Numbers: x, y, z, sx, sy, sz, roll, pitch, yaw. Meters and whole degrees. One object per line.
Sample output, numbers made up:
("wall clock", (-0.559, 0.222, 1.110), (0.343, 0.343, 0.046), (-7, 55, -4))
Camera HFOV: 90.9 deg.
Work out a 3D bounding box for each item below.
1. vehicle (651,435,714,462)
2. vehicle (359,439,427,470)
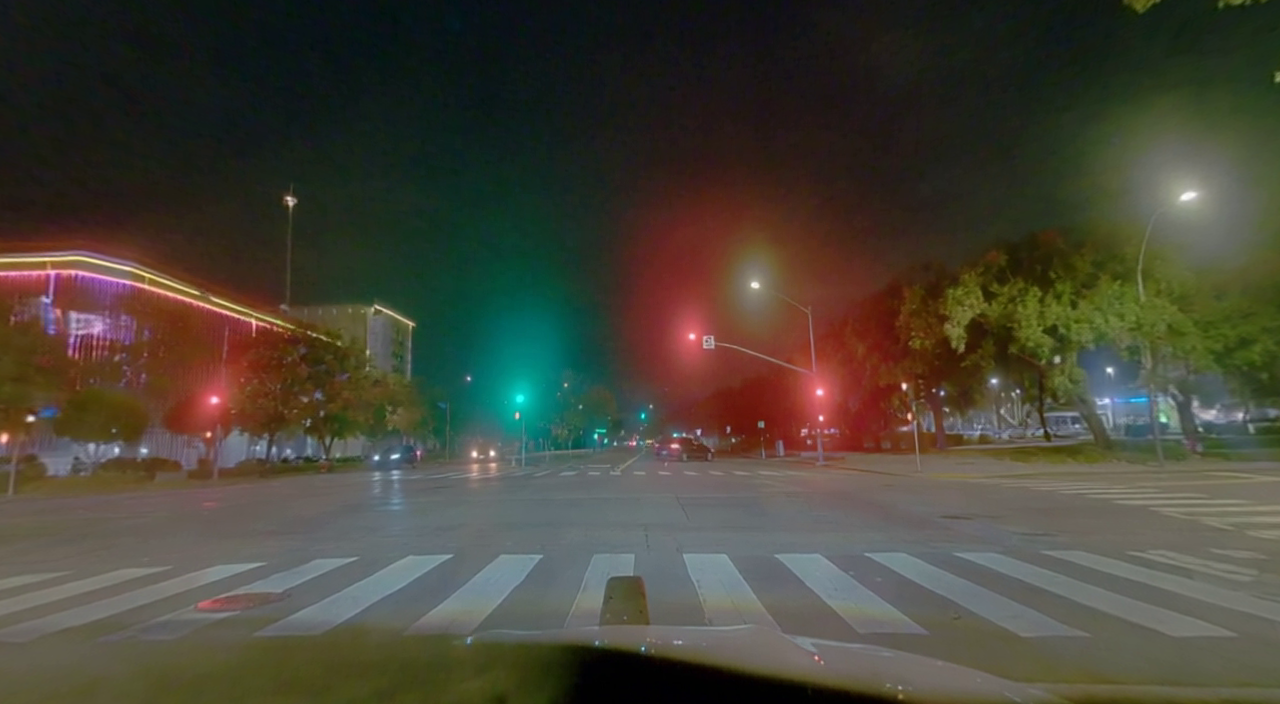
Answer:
("vehicle", (2.594, 5.712, 37.368), (2.521, 1.522, 4.418), (-3, -9, 20))
("vehicle", (-14.797, 6.159, 38.024), (2.169, 1.753, 4.640), (0, -8, 0))
